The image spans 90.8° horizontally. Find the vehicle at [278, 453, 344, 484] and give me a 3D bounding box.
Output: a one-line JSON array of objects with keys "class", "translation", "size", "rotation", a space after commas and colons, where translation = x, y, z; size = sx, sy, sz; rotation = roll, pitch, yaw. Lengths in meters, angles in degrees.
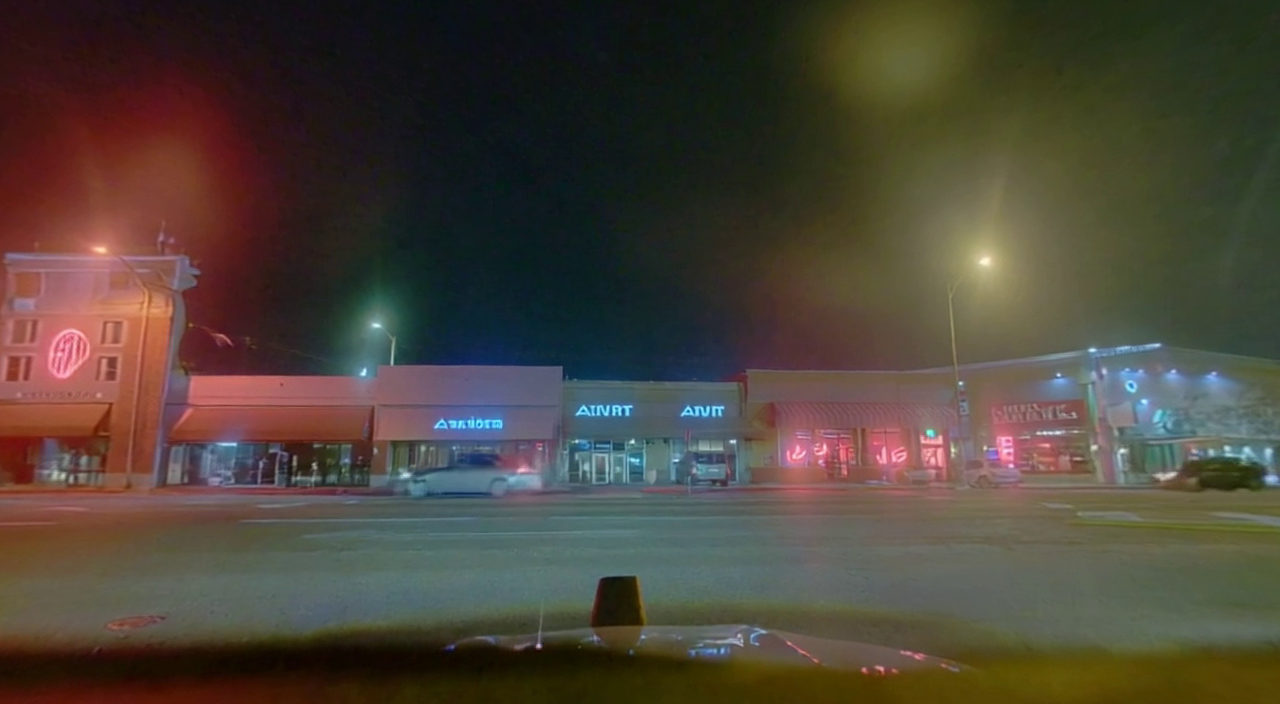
[{"class": "vehicle", "translation": [-20.034, 7.021, 38.399], "size": [4.596, 1.680, 1.936], "rotation": [-7, -11, 41]}]

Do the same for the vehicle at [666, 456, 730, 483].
[{"class": "vehicle", "translation": [3.561, 7.331, 39.738], "size": [1.812, 1.468, 4.519], "rotation": [5, -10, -28]}]

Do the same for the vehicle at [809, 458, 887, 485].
[{"class": "vehicle", "translation": [12.959, 7.430, 39.563], "size": [1.791, 1.453, 4.593], "rotation": [5, -10, -29]}]

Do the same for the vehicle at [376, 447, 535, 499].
[{"class": "vehicle", "translation": [-6.223, 4.147, 21.886], "size": [4.889, 1.659, 2.059], "rotation": [1, -9, -4]}]

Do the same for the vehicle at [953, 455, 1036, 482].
[{"class": "vehicle", "translation": [25.726, 8.402, 45.931], "size": [4.838, 1.799, 1.914], "rotation": [-7, -11, 39]}]

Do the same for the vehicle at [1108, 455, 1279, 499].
[{"class": "vehicle", "translation": [19.892, 4.466, 22.806], "size": [4.661, 1.478, 1.878], "rotation": [1, -9, -6]}]
